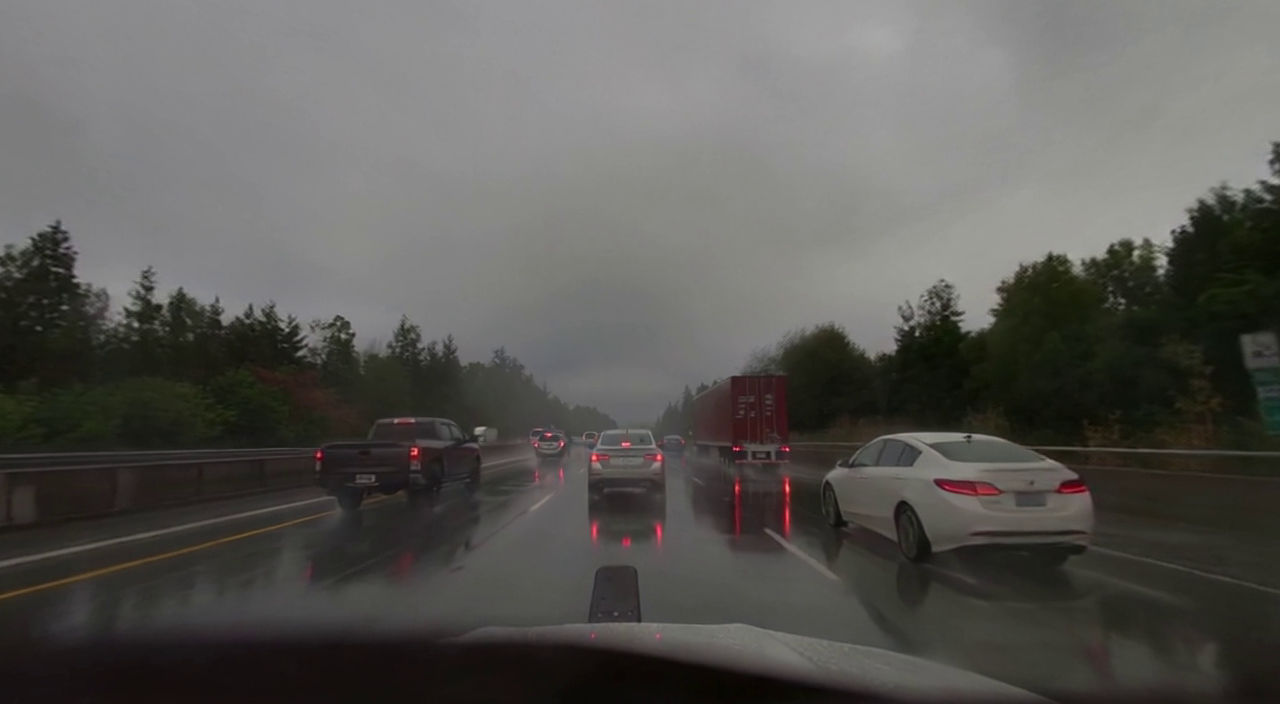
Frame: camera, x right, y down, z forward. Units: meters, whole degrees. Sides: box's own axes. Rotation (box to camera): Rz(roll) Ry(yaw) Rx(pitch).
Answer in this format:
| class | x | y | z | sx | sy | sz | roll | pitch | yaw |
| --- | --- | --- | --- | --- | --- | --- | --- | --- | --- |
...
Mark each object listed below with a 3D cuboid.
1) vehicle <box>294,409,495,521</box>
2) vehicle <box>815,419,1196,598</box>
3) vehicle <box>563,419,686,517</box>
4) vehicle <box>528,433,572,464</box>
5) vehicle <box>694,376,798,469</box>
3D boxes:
| class | x | y | z | sx | sy | sz | roll | pitch | yaw |
| --- | --- | --- | --- | --- | --- | --- | --- | --- | --- |
| vehicle | -4.488 | 2.135 | 12.523 | 2.101 | 1.767 | 4.702 | 0 | -8 | 0 |
| vehicle | 3.617 | 1.574 | 7.291 | 1.951 | 1.477 | 3.963 | 0 | -8 | -1 |
| vehicle | -0.307 | 2.236 | 12.655 | 2.083 | 1.647 | 3.799 | 0 | -8 | -1 |
| vehicle | -5.112 | 5.506 | 36.243 | 1.971 | 1.648 | 3.983 | 0 | -8 | -1 |
| vehicle | 5.295 | 4.074 | 35.016 | 2.888 | 4.135 | 14.071 | 0 | -8 | -2 |
